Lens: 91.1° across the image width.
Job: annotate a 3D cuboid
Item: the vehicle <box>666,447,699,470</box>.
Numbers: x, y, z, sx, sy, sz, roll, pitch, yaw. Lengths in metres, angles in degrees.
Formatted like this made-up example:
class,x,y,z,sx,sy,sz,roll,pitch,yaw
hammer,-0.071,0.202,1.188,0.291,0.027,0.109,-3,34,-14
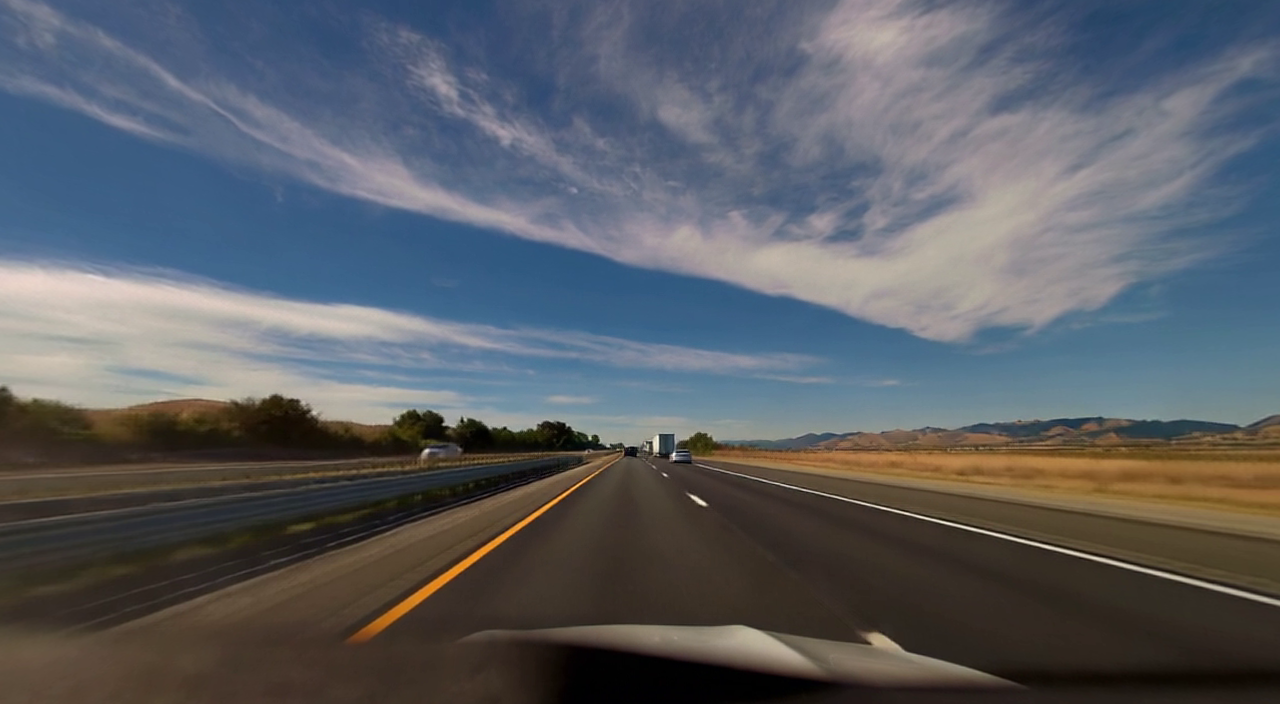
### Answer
class,x,y,z,sx,sy,sz,roll,pitch,yaw
vehicle,2.882,7.339,43.414,1.836,1.459,3.766,0,-9,-2

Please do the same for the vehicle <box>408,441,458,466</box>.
class,x,y,z,sx,sy,sz,roll,pitch,yaw
vehicle,-14.524,7.139,44.320,2.038,1.644,4.230,0,-9,0
